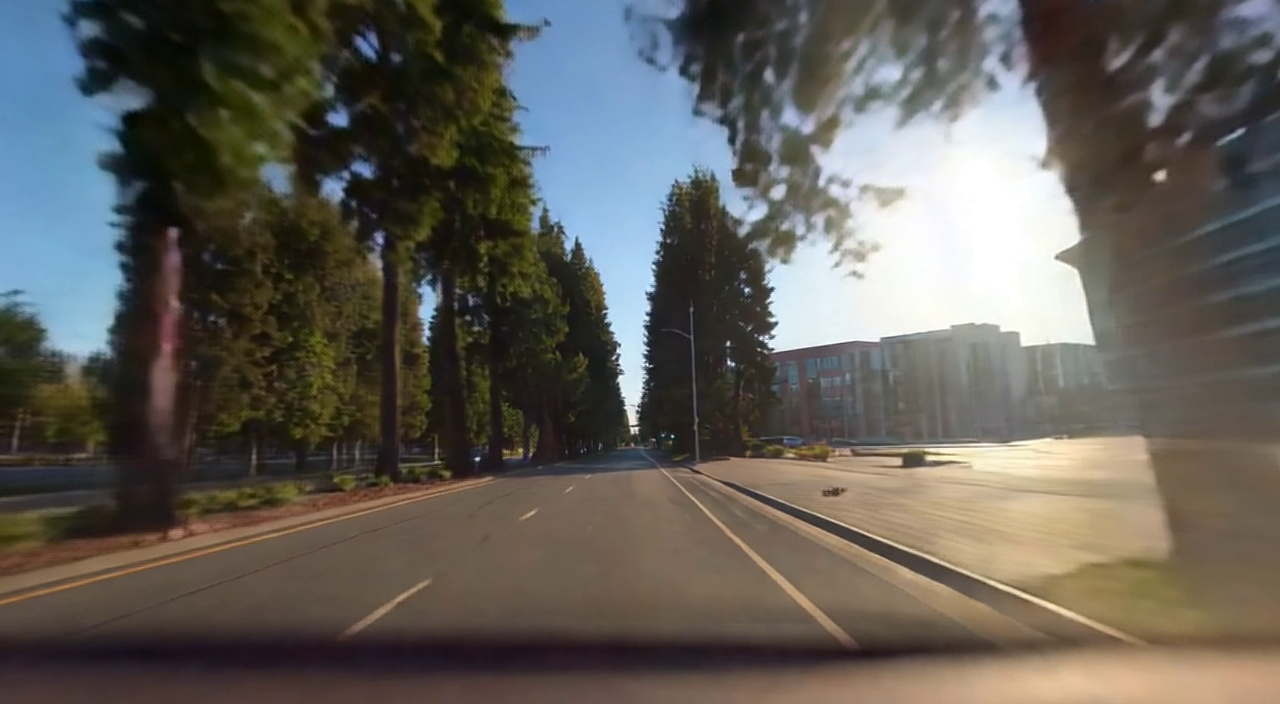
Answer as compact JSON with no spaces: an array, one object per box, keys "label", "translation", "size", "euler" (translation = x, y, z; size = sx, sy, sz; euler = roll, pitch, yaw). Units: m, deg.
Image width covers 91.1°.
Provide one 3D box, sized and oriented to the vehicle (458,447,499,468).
[{"label":"vehicle","translation":[-11.910,7.813,46.569],"size":[1.881,1.445,4.280],"euler":[0,-8,1]}]
